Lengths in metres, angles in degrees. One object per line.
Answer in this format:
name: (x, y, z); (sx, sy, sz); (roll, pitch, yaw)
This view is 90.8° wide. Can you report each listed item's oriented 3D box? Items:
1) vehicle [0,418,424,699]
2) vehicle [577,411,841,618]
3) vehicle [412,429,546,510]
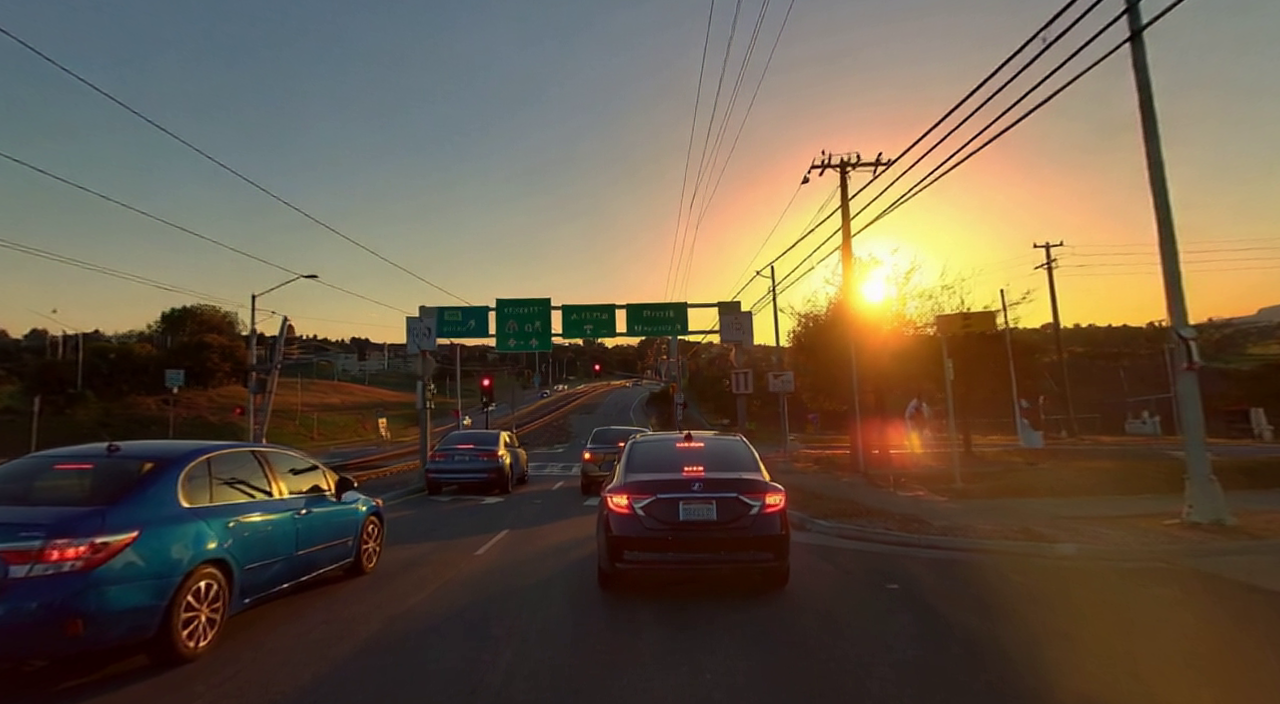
vehicle: (-3.704, 1.434, 5.685); (1.956, 1.468, 4.585); (0, -9, -1)
vehicle: (0.421, 1.520, 6.812); (1.998, 1.529, 3.960); (0, -9, -3)
vehicle: (-3.332, 2.515, 13.981); (1.984, 1.505, 4.047); (0, -9, -2)
